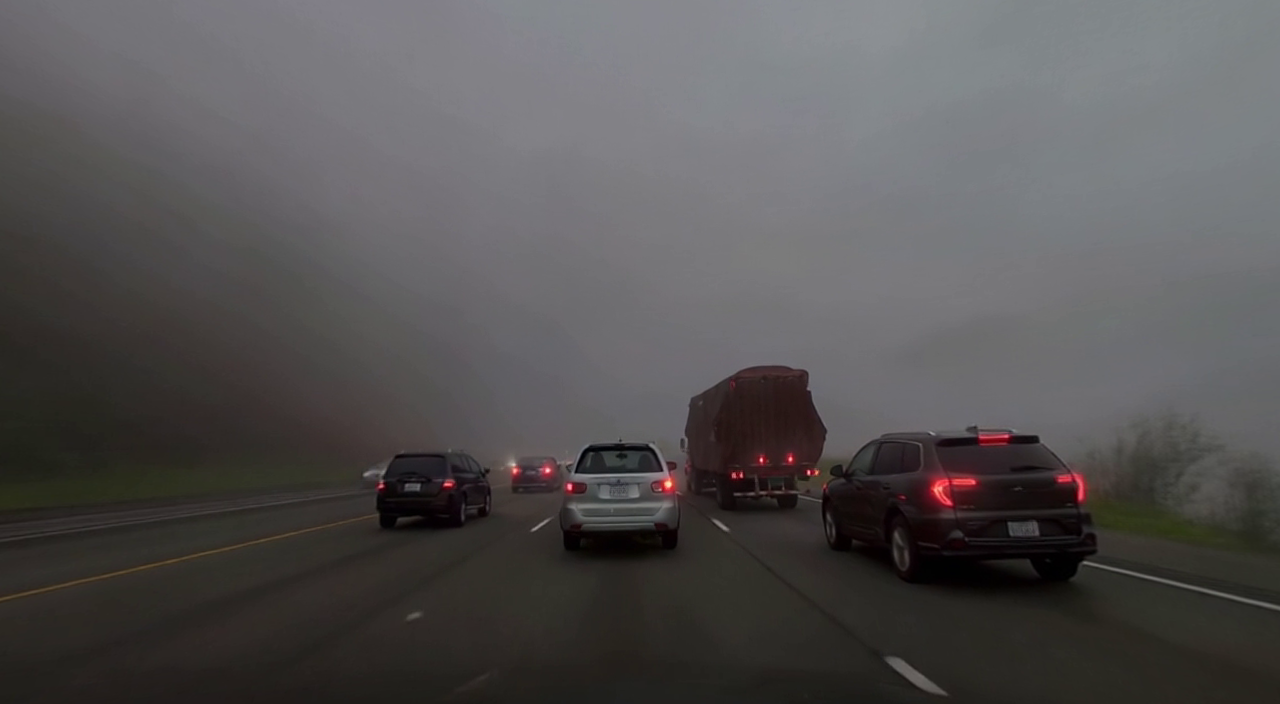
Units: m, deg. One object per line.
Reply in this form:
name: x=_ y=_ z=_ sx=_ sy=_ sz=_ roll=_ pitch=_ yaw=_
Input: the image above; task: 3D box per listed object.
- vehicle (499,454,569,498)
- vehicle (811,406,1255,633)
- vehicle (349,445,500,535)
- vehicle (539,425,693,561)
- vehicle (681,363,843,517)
vehicle: x=-3.952 y=4.680 z=24.158 sx=1.923 sy=1.503 sz=4.293 roll=0 pitch=-9 yaw=0
vehicle: x=3.701 y=1.667 z=7.307 sx=2.076 sy=1.751 sz=4.666 roll=0 pitch=-9 yaw=0
vehicle: x=-4.346 y=2.806 z=13.383 sx=1.789 sy=1.620 sz=3.841 roll=0 pitch=-9 yaw=1
vehicle: x=-0.337 y=2.214 z=10.578 sx=2.037 sy=1.792 sz=4.194 roll=0 pitch=-9 yaw=0
vehicle: x=3.781 y=3.754 z=25.954 sx=3.032 sy=4.051 sz=18.805 roll=0 pitch=-9 yaw=0
